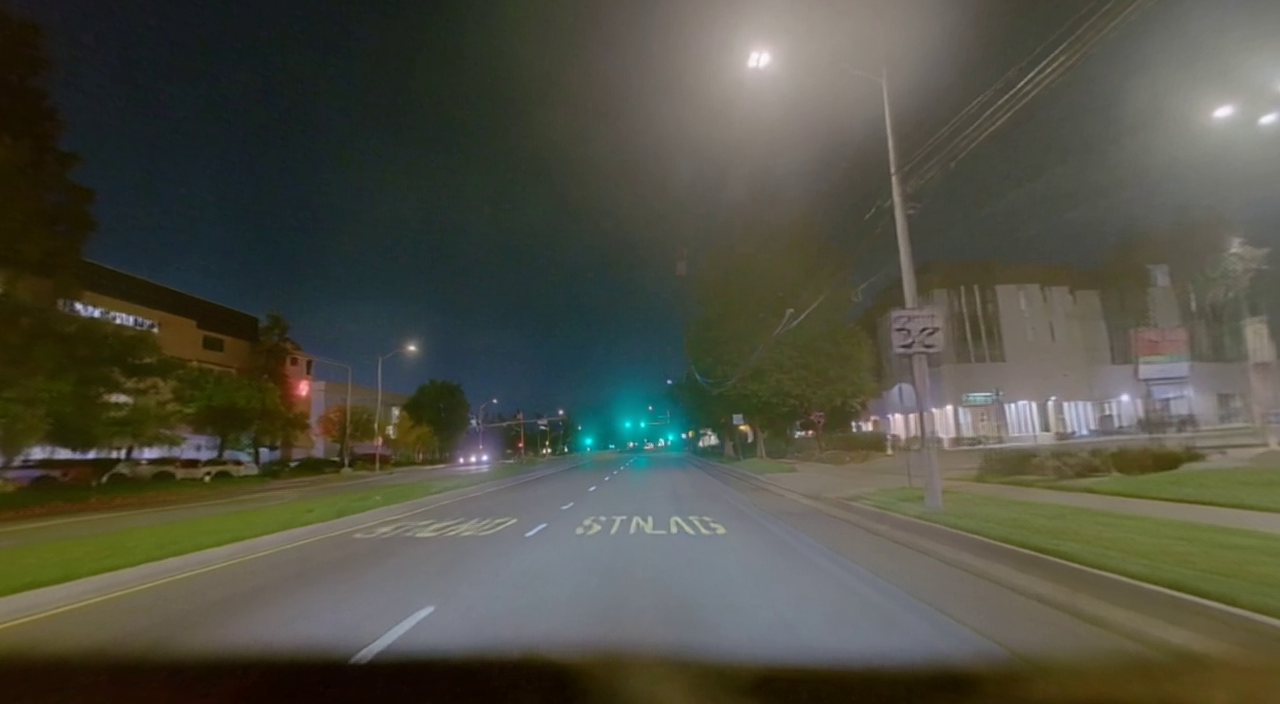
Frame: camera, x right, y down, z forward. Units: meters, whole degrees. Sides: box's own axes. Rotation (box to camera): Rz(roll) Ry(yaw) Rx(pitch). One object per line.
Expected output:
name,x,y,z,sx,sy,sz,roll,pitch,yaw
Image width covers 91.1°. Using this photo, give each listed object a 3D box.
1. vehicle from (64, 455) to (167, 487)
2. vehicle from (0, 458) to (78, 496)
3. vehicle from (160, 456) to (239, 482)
vehicle,-27.957,6.329,33.522,3.664,1.564,2.023,0,-9,2
vehicle,-27.470,5.458,27.528,3.797,1.527,1.830,0,-9,0
vehicle,-27.252,7.245,38.909,3.592,1.501,1.697,0,-9,2
